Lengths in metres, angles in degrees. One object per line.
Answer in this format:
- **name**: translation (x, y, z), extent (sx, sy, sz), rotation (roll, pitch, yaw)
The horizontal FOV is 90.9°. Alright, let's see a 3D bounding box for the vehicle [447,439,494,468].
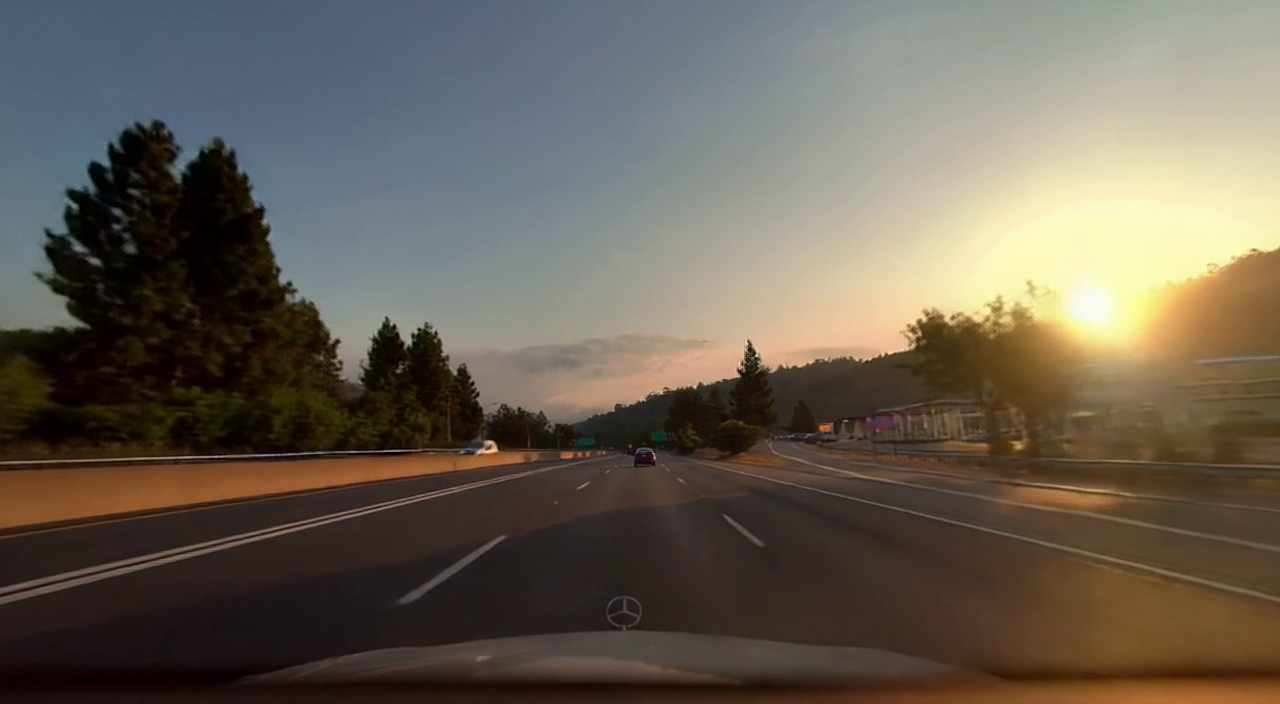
- **vehicle**: translation (-12.282, 7.405, 45.892), extent (2.102, 1.955, 4.656), rotation (0, -9, 0)

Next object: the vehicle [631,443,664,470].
- **vehicle**: translation (0.483, 6.983, 42.066), extent (2.087, 1.682, 4.388), rotation (0, -9, 1)
